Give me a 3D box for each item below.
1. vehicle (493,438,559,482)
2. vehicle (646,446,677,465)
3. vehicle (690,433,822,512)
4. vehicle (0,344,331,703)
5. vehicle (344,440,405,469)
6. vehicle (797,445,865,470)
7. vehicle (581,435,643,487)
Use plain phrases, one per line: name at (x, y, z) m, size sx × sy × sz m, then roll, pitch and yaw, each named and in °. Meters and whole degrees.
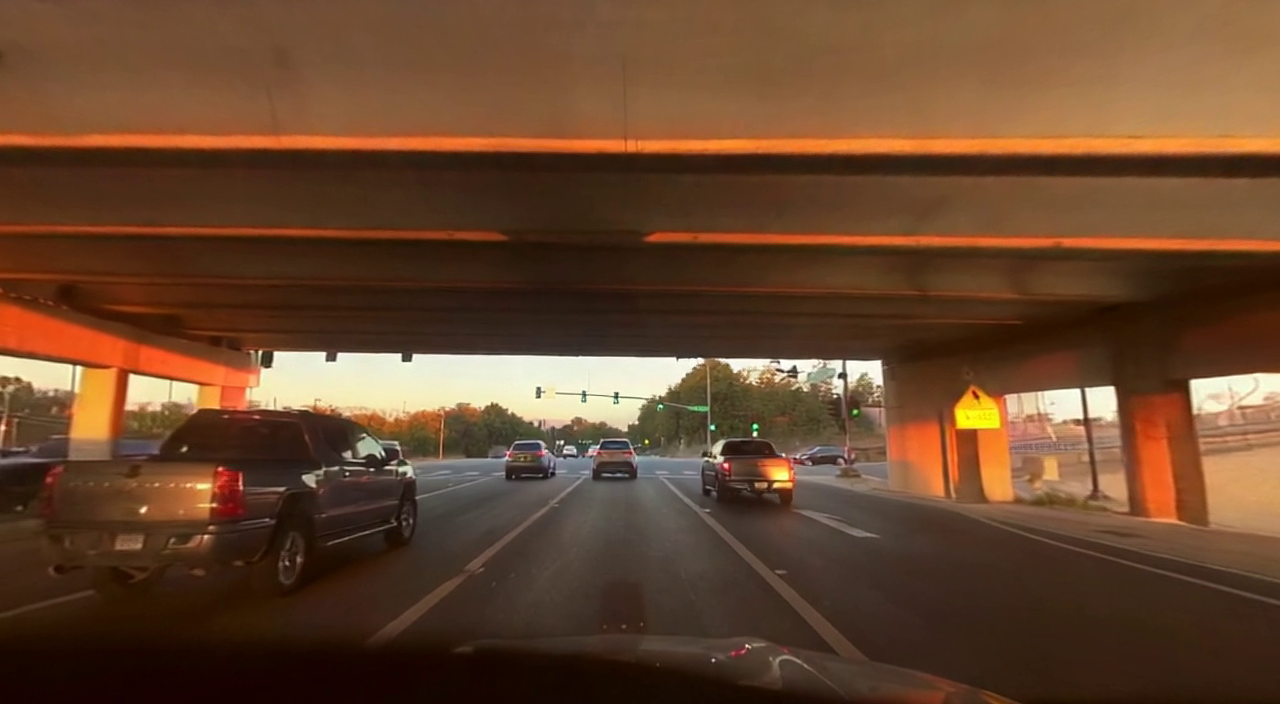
vehicle at (-4.777, 4.554, 26.968) m, size 2.127 × 1.720 × 4.064 m, roll 0°, pitch -8°, yaw -1°
vehicle at (1.647, 8.176, 49.883) m, size 2.026 × 1.457 × 3.969 m, roll 1°, pitch -8°, yaw -5°
vehicle at (2.770, 3.044, 16.602) m, size 2.234 × 1.720 × 5.378 m, roll 0°, pitch -8°, yaw -2°
vehicle at (-4.204, 1.008, 4.021) m, size 2.074 × 1.814 × 4.596 m, roll 0°, pitch -8°, yaw 0°
vehicle at (-16.727, 6.459, 39.983) m, size 2.089 × 1.684 × 4.521 m, roll 0°, pitch -8°, yaw -3°
vehicle at (14.864, 8.237, 49.214) m, size 4.618 × 1.705 × 2.061 m, roll 2°, pitch -10°, yaw -1°
vehicle at (-0.978, 4.022, 23.476) m, size 2.097 × 1.748 × 3.794 m, roll 0°, pitch -8°, yaw -1°
